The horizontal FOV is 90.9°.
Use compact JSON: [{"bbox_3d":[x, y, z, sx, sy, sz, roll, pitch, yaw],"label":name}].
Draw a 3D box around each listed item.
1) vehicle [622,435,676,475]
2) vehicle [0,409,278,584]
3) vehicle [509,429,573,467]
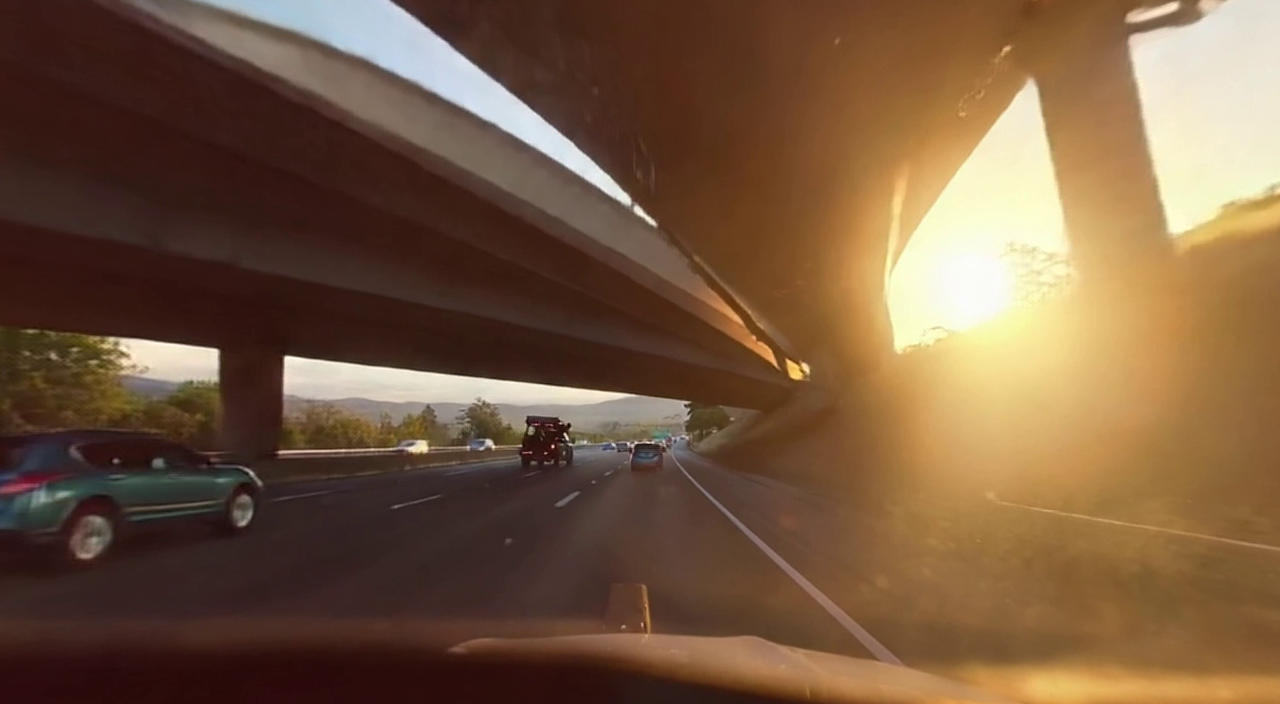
[{"bbox_3d":[0.431,4.749,29.317,2.336,1.722,4.212,0,-8,1],"label":"vehicle"},{"bbox_3d":[-7.110,1.684,8.113,2.115,1.644,4.513,0,-8,1],"label":"vehicle"},{"bbox_3d":[-6.260,6.225,41.099,2.827,2.236,7.057,0,-8,2],"label":"vehicle"}]
